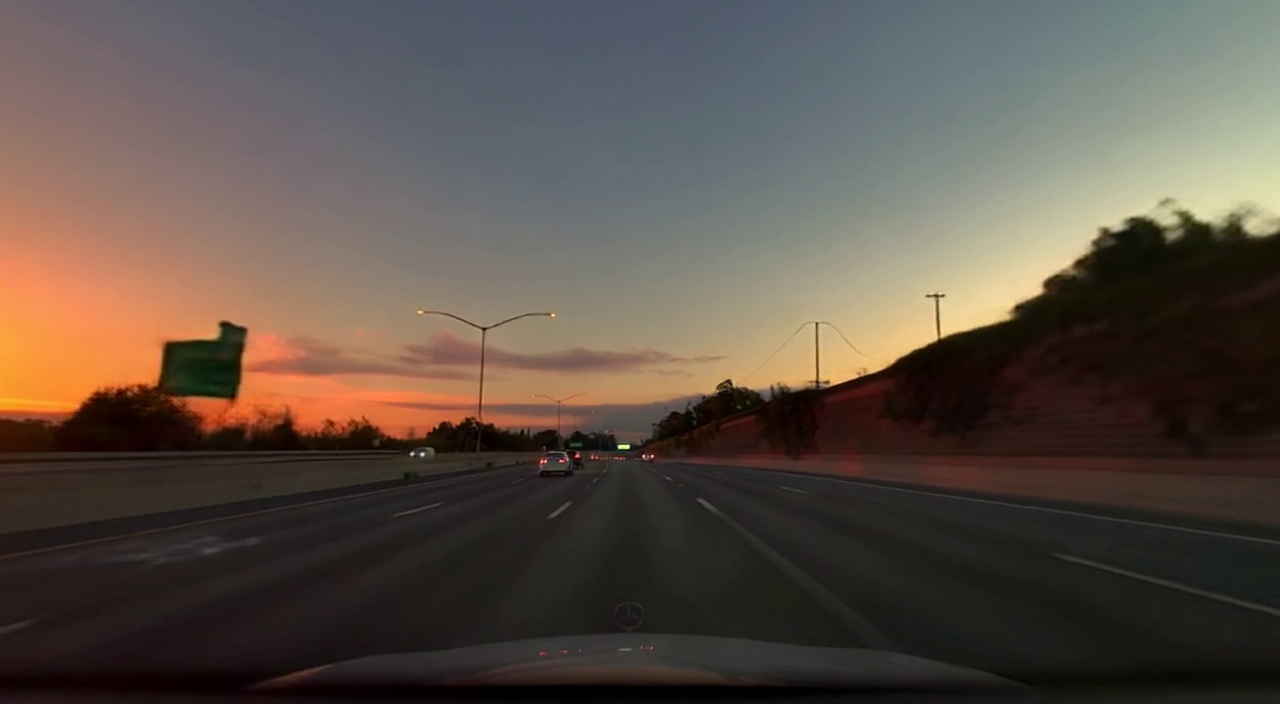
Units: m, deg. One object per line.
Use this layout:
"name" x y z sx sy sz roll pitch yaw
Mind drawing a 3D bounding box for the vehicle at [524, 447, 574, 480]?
"vehicle" -4.495 5.552 31.732 2.014 1.481 4.156 0 -8 -2
